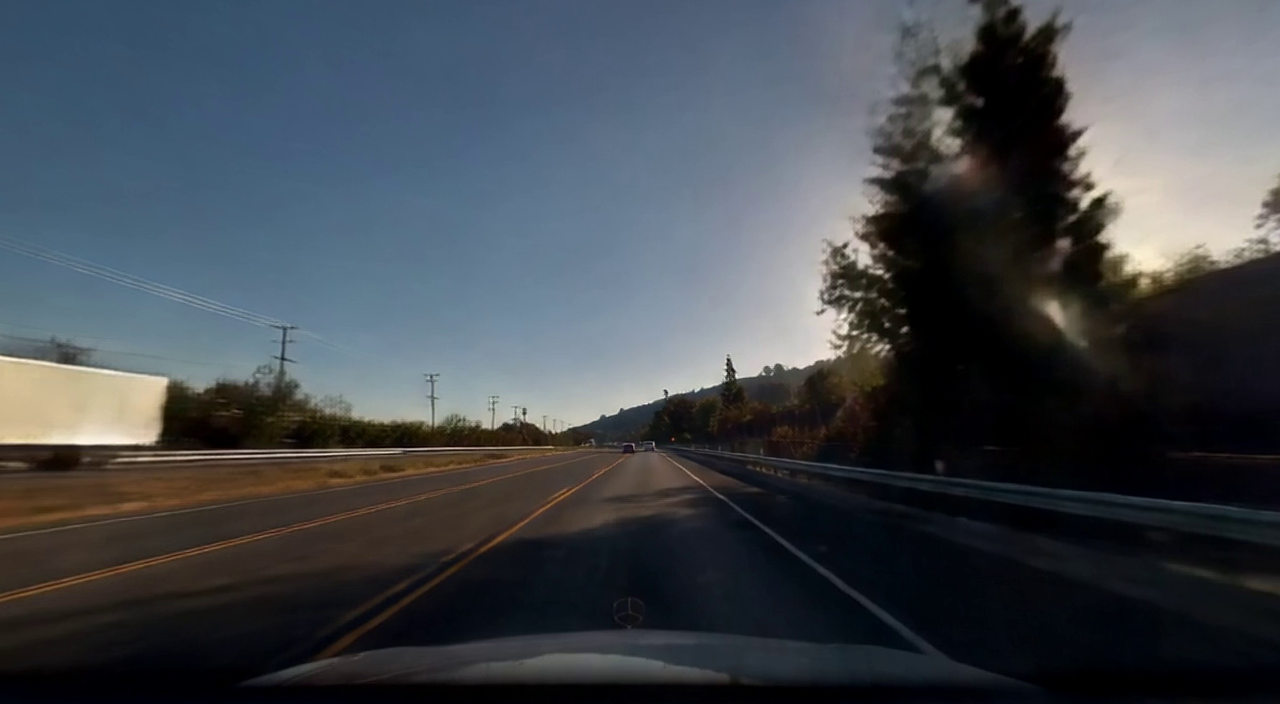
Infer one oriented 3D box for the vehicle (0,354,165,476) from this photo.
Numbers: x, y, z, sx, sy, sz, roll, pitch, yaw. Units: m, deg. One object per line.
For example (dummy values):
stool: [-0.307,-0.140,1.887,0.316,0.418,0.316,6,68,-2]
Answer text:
vehicle: [-22.566,2.014,20.353,3.159,3.961,14.169,0,-8,1]
